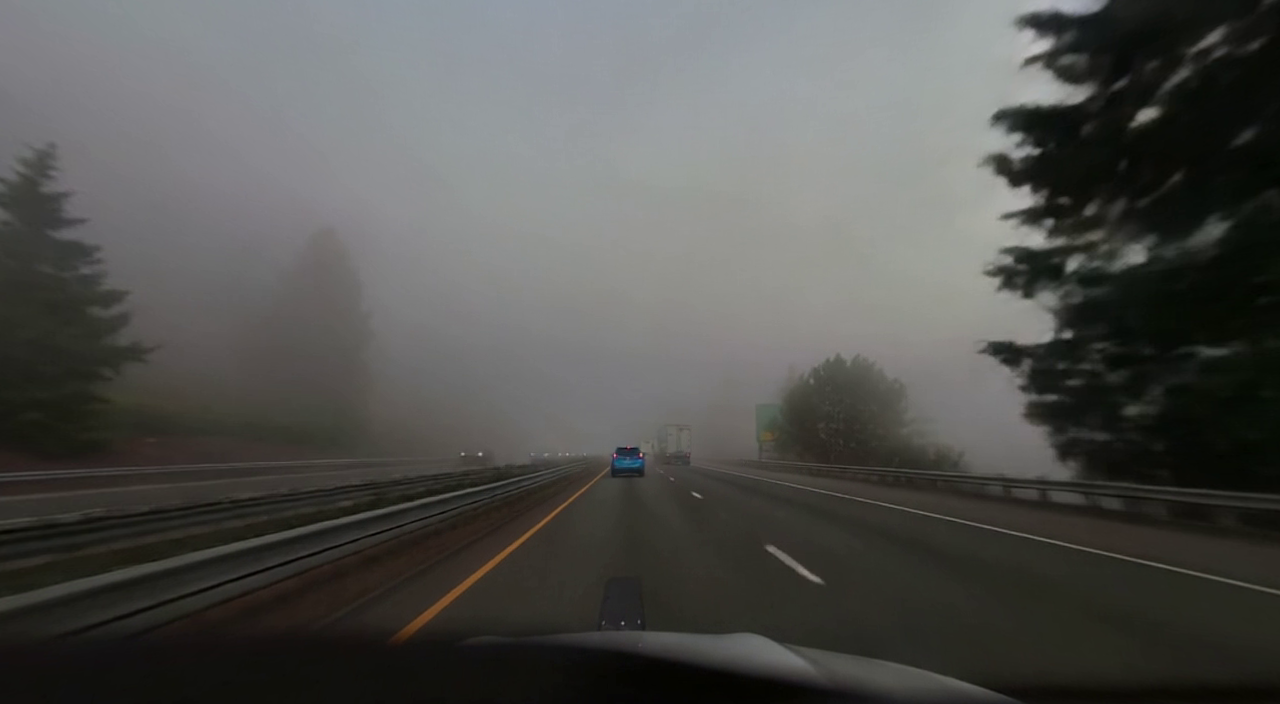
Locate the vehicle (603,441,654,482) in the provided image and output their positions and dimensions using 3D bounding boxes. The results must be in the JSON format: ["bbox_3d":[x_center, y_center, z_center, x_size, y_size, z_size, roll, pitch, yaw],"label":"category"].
[{"bbox_3d":[-0.523,4.994,28.893,2.190,1.706,4.062,0,-9,-1],"label":"vehicle"}]

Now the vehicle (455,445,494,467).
[{"bbox_3d":[-12.815,8.099,49.097,1.893,1.583,4.236,0,-9,-1],"label":"vehicle"}]
